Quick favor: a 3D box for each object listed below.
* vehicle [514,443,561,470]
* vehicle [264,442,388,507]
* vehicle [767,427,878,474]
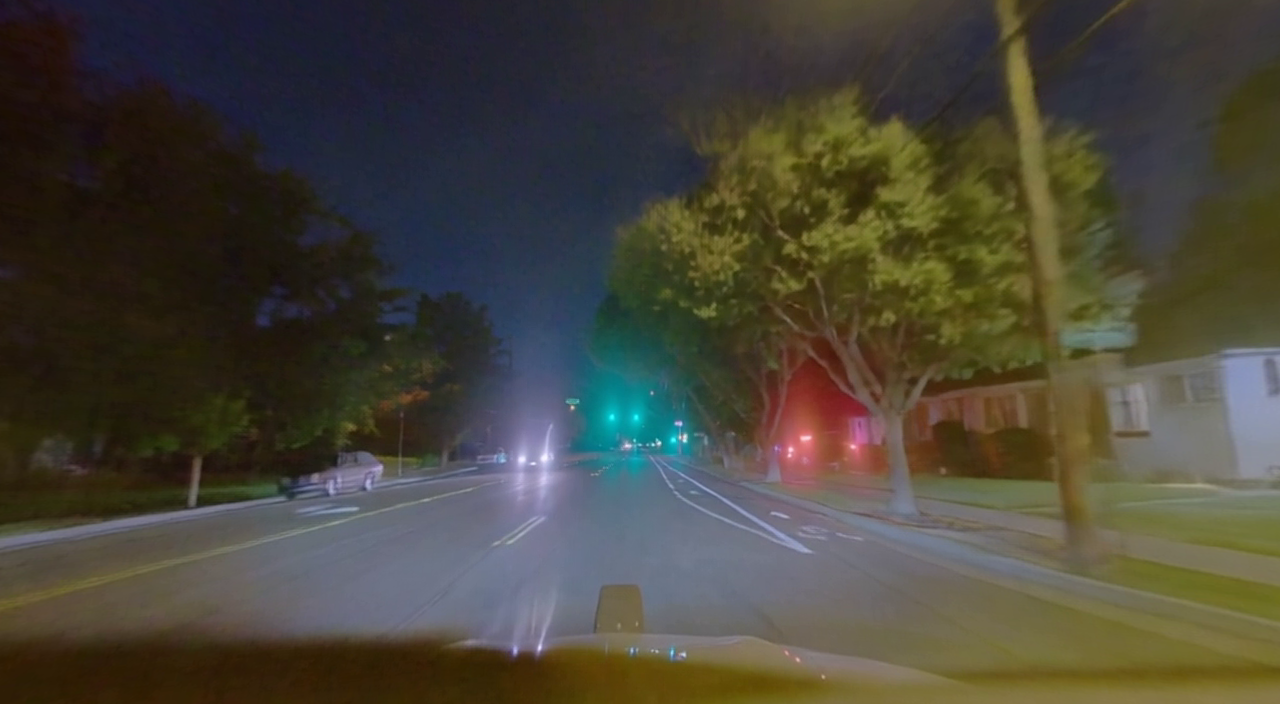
[{"bbox_3d":[-6.731,6.879,41.955,2.142,1.611,4.890,-2,-9,2],"label":"vehicle"},{"bbox_3d":[-11.412,4.421,23.418,2.024,1.795,5.054,-9,-8,-3],"label":"vehicle"},{"bbox_3d":[9.541,5.051,32.922,5.565,2.036,1.907,0,-6,-26],"label":"vehicle"}]
